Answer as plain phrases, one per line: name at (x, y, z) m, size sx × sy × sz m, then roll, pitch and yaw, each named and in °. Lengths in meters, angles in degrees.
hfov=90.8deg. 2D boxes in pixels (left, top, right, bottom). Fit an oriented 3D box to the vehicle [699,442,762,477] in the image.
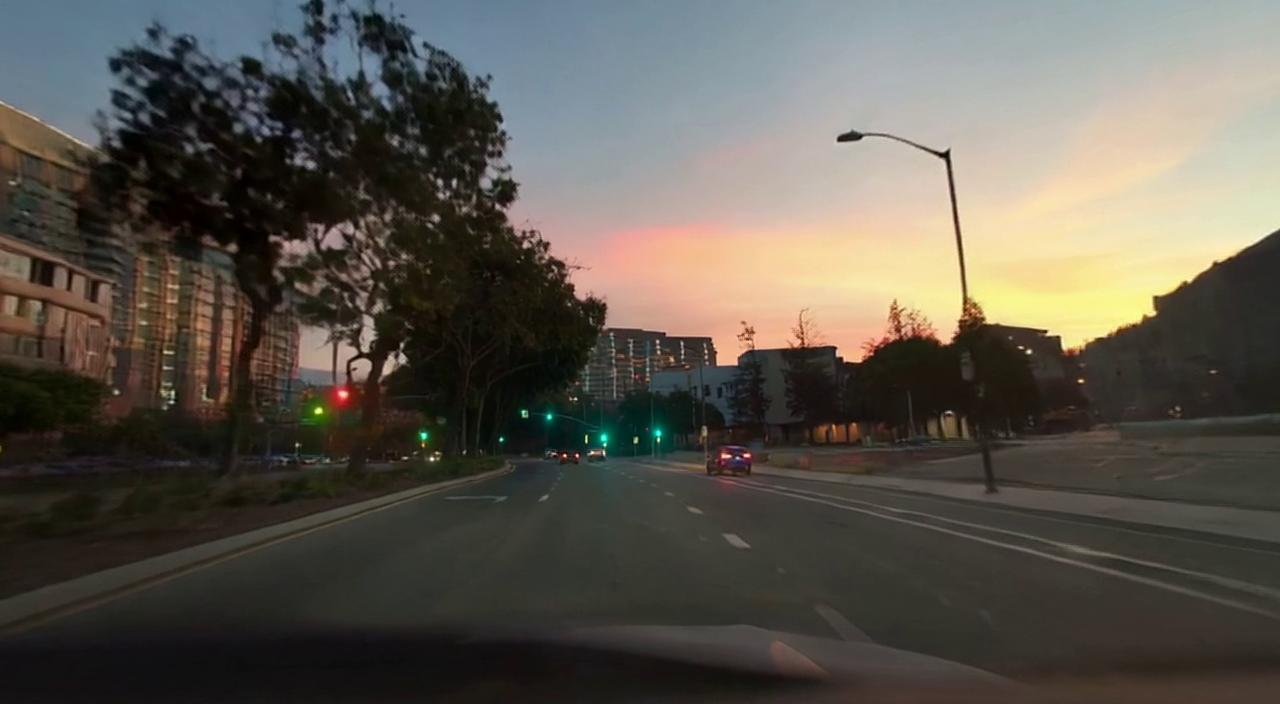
vehicle at (4.582, 5.542, 32.764) m, size 2.042 × 1.635 × 4.858 m, roll 1°, pitch -9°, yaw -6°
